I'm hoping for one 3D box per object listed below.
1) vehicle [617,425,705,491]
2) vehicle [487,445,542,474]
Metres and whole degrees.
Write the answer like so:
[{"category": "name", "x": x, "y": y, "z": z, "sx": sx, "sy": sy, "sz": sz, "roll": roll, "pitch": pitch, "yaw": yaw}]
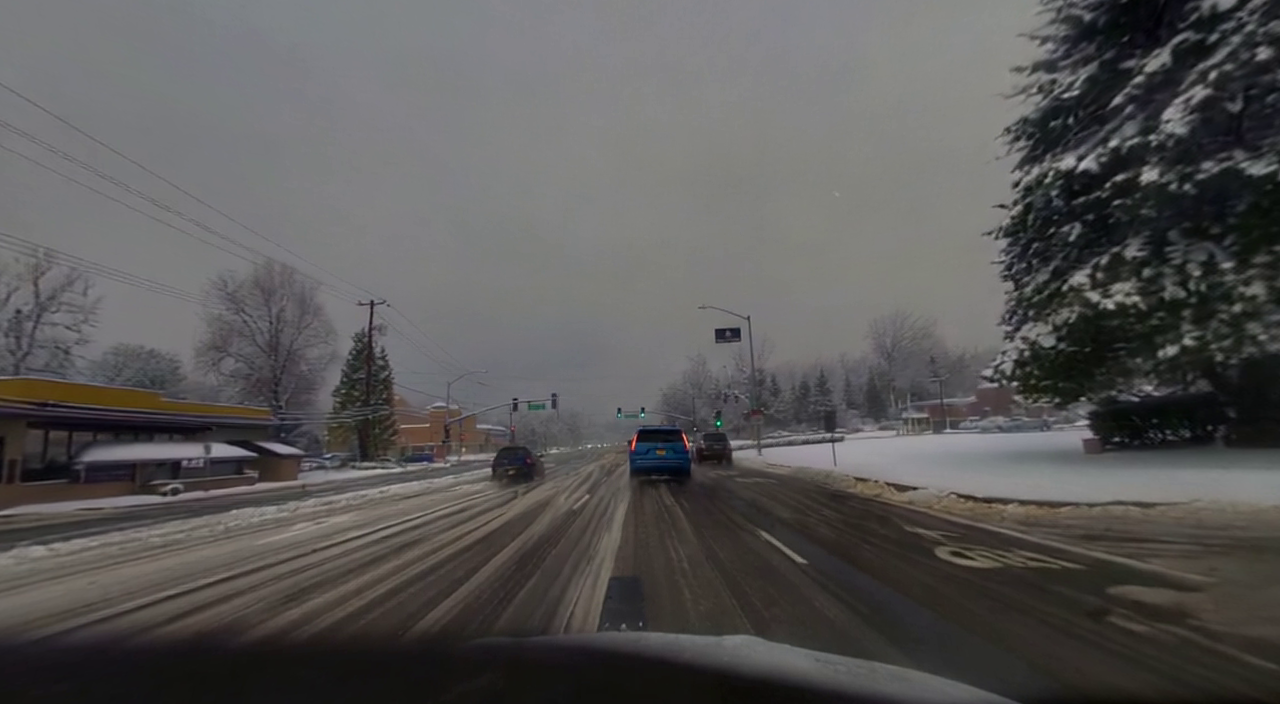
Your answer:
[{"category": "vehicle", "x": 0.584, "y": 3.390, "z": 20.630, "sx": 2.513, "sy": 1.854, "sz": 5.235, "roll": 0, "pitch": -8, "yaw": 0}, {"category": "vehicle", "x": -6.628, "y": 5.711, "z": 33.852, "sx": 1.966, "sy": 1.461, "sz": 4.422, "roll": 0, "pitch": -8, "yaw": 1}]
